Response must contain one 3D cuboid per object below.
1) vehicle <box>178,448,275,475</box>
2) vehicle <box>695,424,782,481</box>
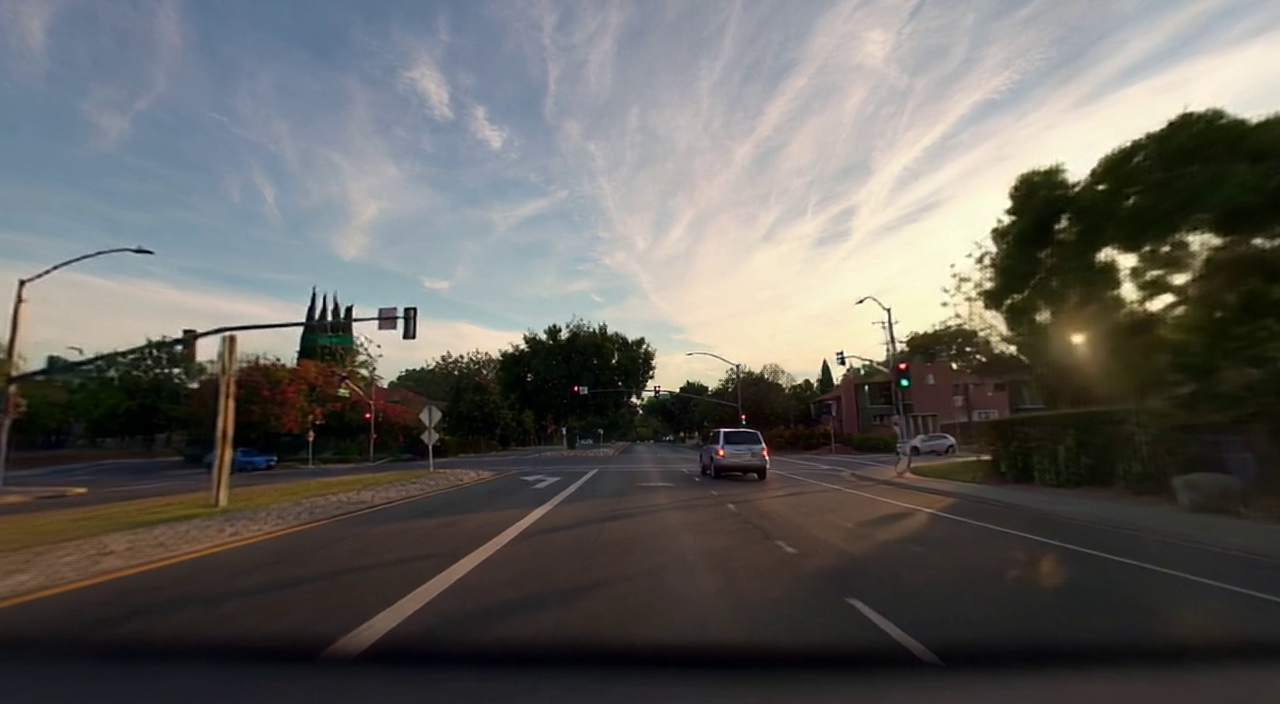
[{"bbox_3d":[-26.365,6.968,40.407,4.737,1.659,2.042,0,-9,-2],"label":"vehicle"},{"bbox_3d":[3.390,3.611,22.888,2.229,1.795,4.927,0,-9,-1],"label":"vehicle"}]
